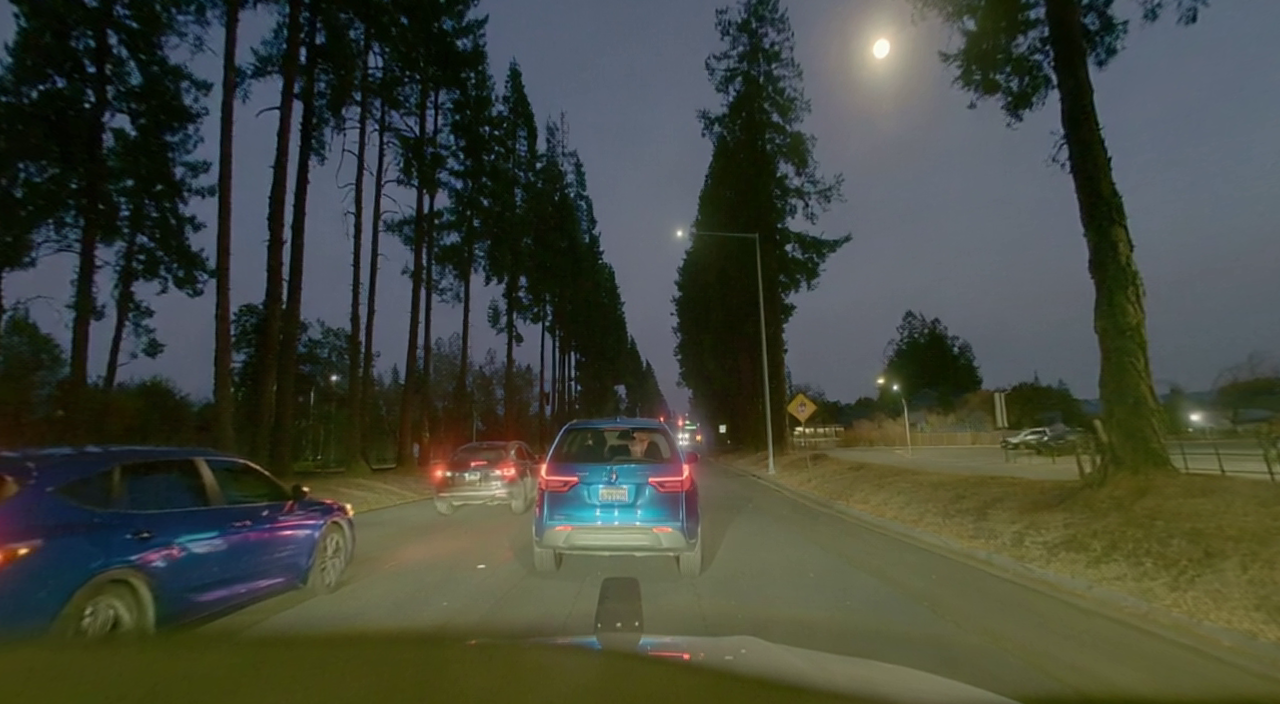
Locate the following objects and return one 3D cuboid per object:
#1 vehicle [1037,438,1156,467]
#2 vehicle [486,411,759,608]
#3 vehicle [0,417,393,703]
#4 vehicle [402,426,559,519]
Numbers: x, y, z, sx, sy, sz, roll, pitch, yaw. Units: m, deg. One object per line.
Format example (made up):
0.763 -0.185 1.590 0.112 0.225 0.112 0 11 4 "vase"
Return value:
28.447 6.247 39.448 5.955 1.702 2.166 1 -8 -6 "vehicle"
-0.085 1.573 7.179 2.229 1.591 3.897 0 -8 2 "vehicle"
-3.644 1.265 4.392 1.922 1.464 4.424 0 -8 2 "vehicle"
-3.337 2.632 14.399 2.188 1.745 4.618 0 -8 3 "vehicle"
